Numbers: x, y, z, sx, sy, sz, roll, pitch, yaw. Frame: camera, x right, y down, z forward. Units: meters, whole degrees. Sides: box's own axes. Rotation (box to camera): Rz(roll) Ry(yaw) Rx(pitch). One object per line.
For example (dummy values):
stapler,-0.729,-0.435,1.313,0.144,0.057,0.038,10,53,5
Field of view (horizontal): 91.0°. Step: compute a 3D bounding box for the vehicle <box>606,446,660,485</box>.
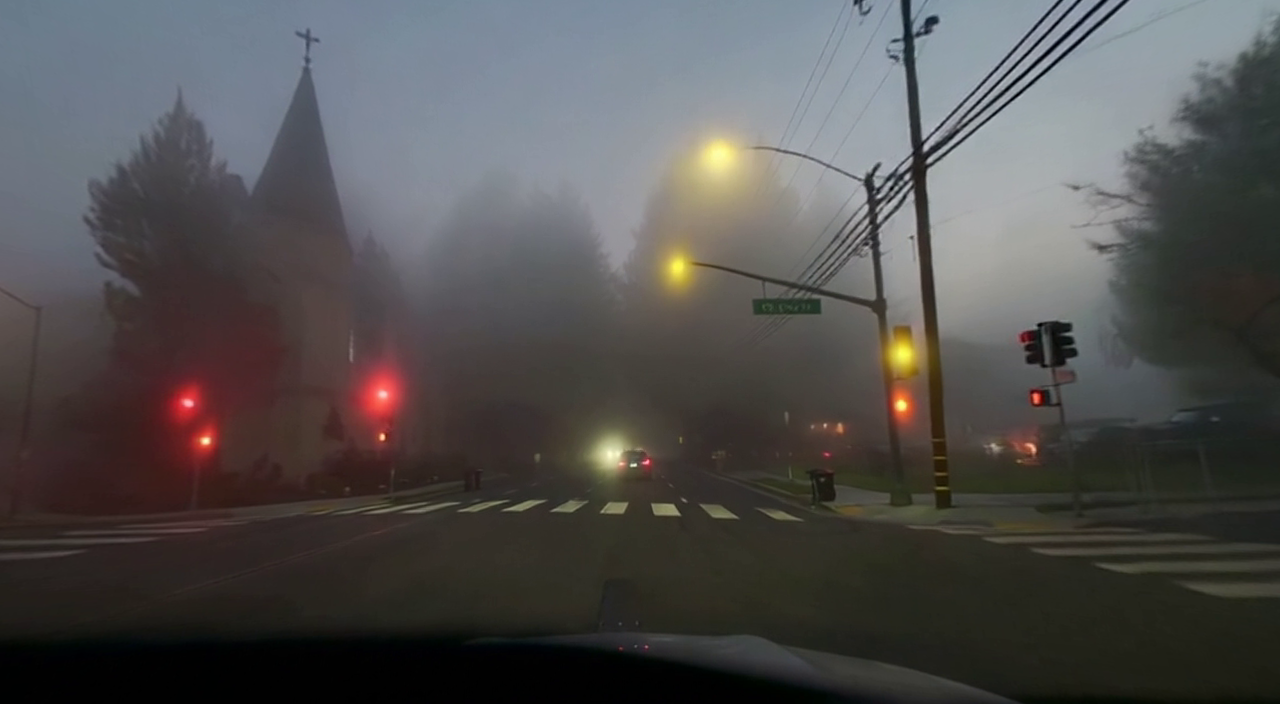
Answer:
vehicle,-0.308,4.763,26.692,2.093,1.497,4.010,0,-9,-1
